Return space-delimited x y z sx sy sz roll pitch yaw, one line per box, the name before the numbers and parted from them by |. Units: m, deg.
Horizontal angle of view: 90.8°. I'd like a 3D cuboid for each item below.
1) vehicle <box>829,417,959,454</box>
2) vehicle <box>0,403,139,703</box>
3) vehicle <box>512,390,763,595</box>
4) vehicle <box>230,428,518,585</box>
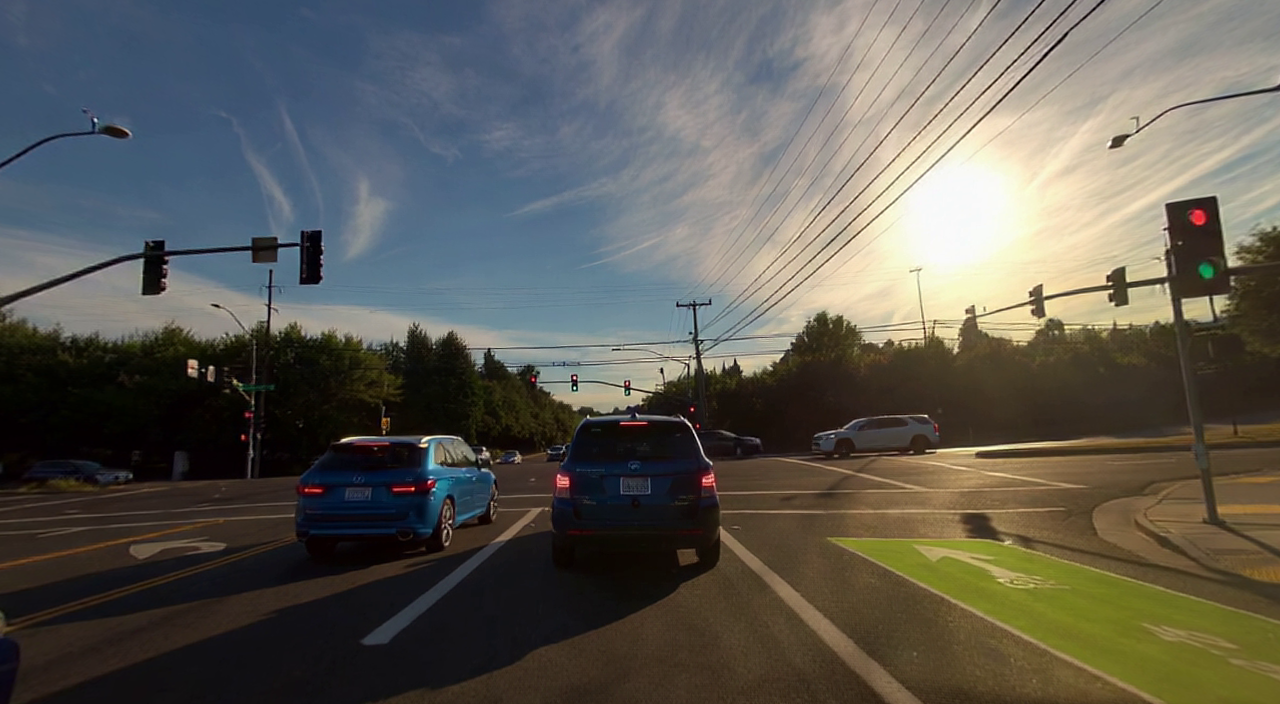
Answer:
vehicle | 13.856 4.608 34.821 6.143 1.944 2.229 -1 -8 5
vehicle | -3.352 0.663 0.446 1.928 1.488 4.936 0 -8 0
vehicle | -0.053 1.522 7.617 2.182 1.773 4.041 0 -8 -1
vehicle | -2.929 1.767 8.003 1.969 1.486 3.702 0 -8 1
